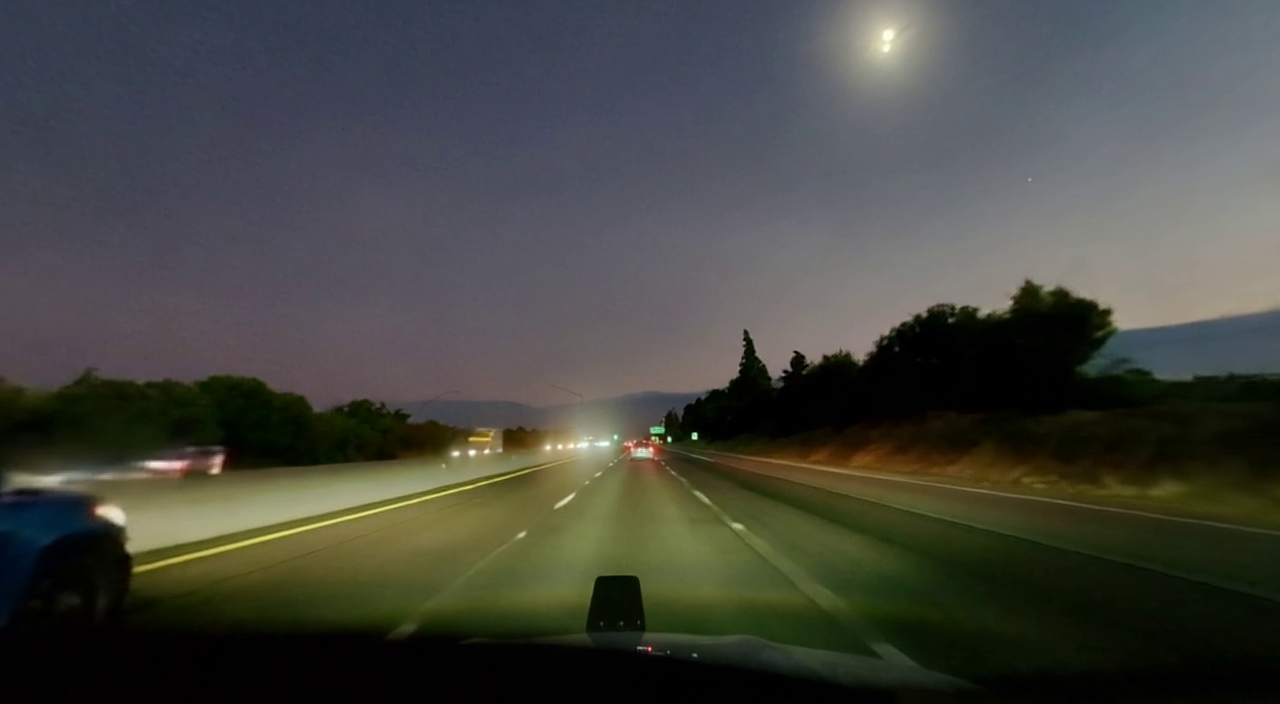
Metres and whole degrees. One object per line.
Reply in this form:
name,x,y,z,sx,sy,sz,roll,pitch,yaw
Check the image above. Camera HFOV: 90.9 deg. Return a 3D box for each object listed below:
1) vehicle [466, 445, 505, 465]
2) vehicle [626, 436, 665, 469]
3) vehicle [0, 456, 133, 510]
vehicle,-11.795,7.904,48.467,1.866,1.470,4.358,0,-9,1
vehicle,0.321,6.142,38.571,2.247,1.825,4.036,0,-9,0
vehicle,-19.022,4.099,20.168,1.931,1.454,4.316,0,-9,0
